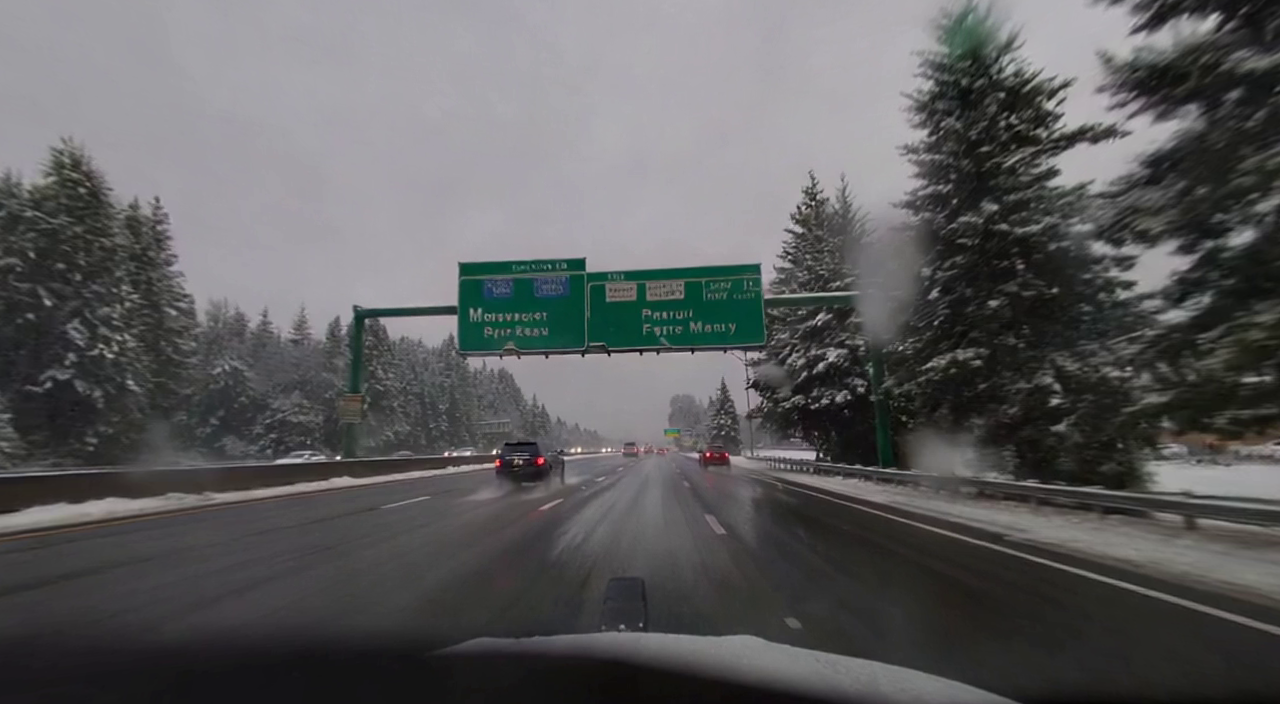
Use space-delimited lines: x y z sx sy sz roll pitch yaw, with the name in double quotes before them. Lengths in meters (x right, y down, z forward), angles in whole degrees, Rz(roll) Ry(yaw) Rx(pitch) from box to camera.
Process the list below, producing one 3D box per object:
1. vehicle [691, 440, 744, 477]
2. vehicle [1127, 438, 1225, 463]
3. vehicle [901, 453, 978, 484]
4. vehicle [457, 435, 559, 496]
"vehicle" 3.776 5.269 31.548 2.229 1.704 4.392 0 -8 2
"vehicle" 36.100 6.668 42.567 4.671 1.619 2.080 0 -8 1
"vehicle" 15.828 6.152 33.620 1.941 1.475 4.406 0 -8 1
"vehicle" -4.064 3.583 20.333 2.196 1.733 4.355 -1 -8 2
